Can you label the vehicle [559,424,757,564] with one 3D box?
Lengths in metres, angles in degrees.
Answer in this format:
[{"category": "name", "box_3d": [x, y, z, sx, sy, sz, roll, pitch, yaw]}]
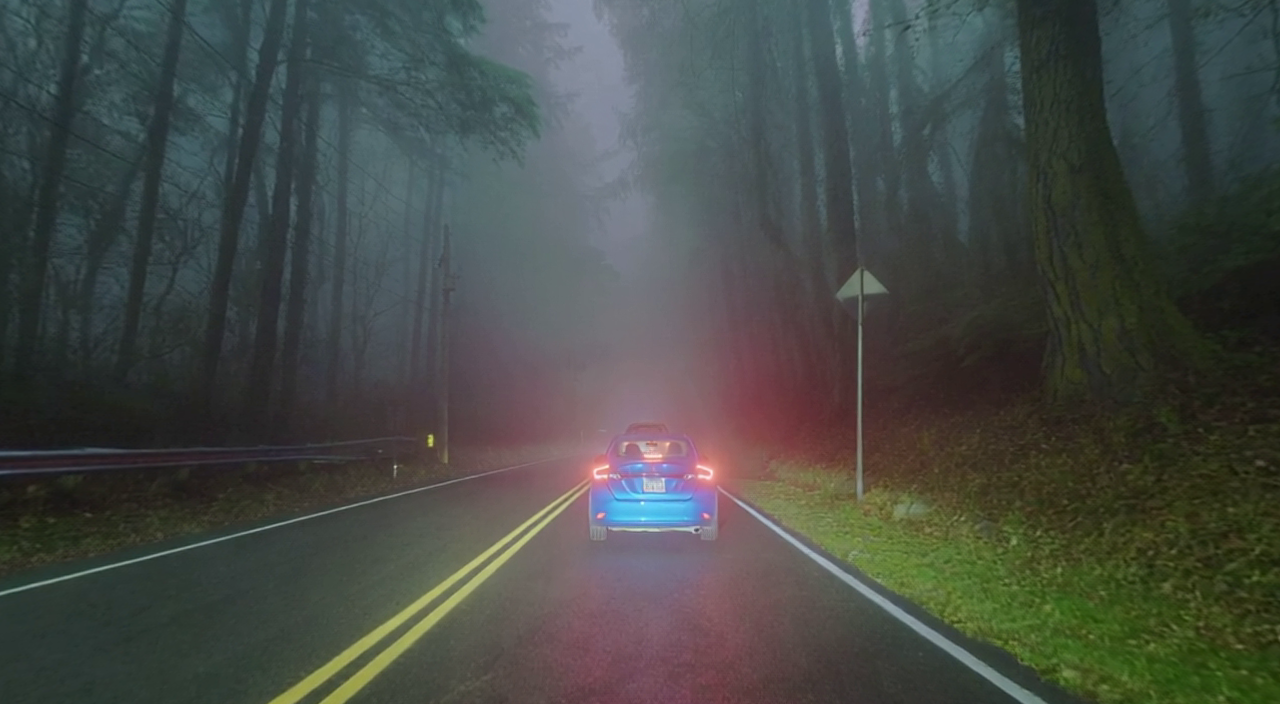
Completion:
[{"category": "vehicle", "box_3d": [0.233, 1.850, 8.913, 2.187, 1.533, 3.726, 0, -8, 1]}]
